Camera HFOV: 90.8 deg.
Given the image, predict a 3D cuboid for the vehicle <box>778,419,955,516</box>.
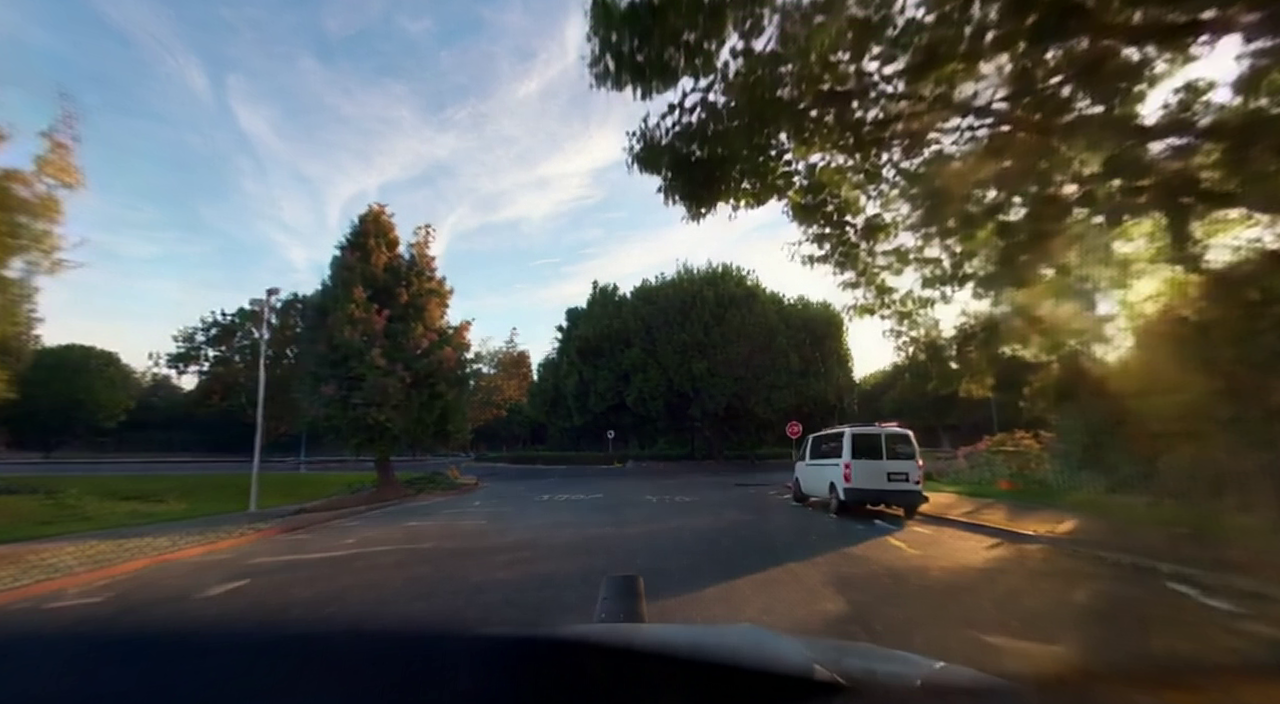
[{"bbox_3d":[5.949,3.153,17.829,2.659,2.245,5.991,0,-9,-1],"label":"vehicle"}]
